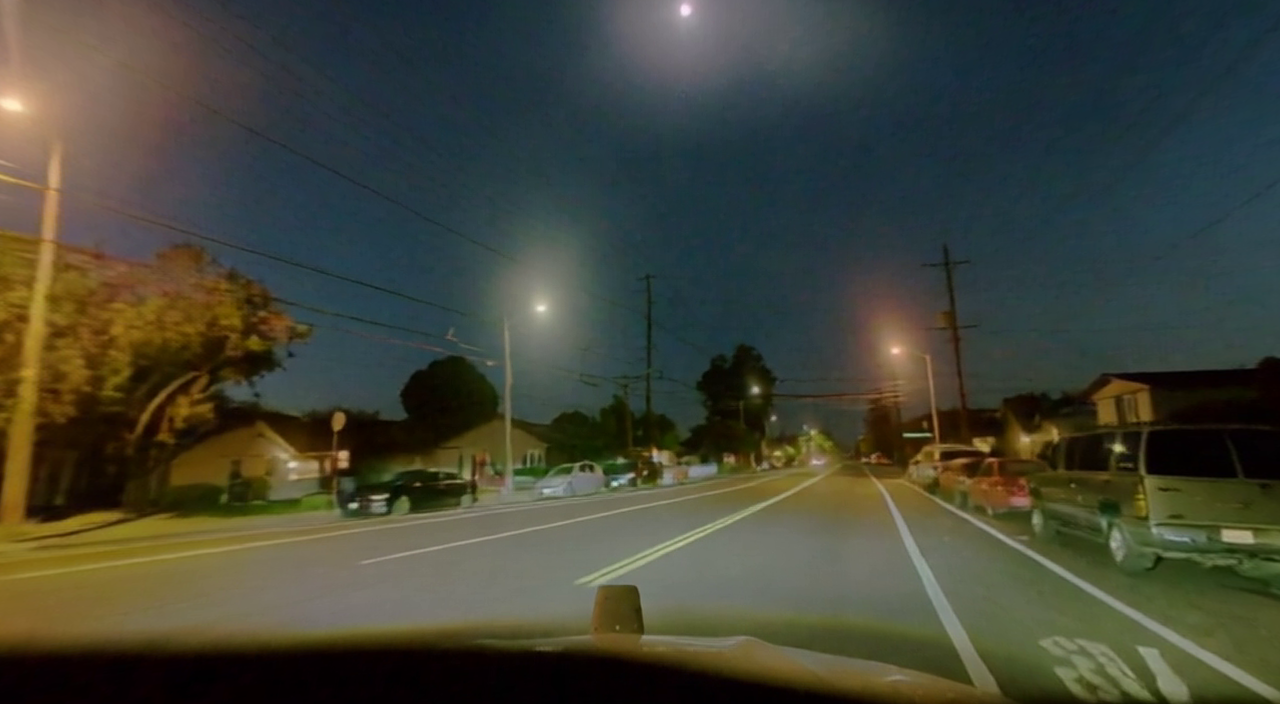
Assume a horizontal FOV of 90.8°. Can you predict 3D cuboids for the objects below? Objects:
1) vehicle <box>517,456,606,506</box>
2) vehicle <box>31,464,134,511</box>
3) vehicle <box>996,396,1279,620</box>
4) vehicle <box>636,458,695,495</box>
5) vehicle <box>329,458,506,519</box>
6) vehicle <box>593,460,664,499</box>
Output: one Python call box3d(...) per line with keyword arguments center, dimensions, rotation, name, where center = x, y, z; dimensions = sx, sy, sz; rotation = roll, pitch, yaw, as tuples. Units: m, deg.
box3d(center=(-3.218, 5.417, 26.989), dimensions=(1.937, 1.837, 4.414), rotation=(-3, -9, 20), name="vehicle")
box3d(center=(-23.544, 5.675, 26.887), dimensions=(1.989, 1.683, 3.918), rotation=(3, -9, -22), name="vehicle")
box3d(center=(6.382, 1.694, 7.971), dimensions=(2.199, 1.885, 5.461), rotation=(-3, -9, 19), name="vehicle")
box3d(center=(1.733, 7.864, 40.308), dimensions=(2.282, 2.060, 5.738), rotation=(-3, -9, 18), name="vehicle")
box3d(center=(-6.362, 4.014, 18.872), dimensions=(2.136, 1.431, 5.197), rotation=(-8, -13, 19), name="vehicle")
box3d(center=(-0.509, 6.914, 34.723), dimensions=(2.089, 1.837, 5.499), rotation=(-3, -9, 19), name="vehicle")
